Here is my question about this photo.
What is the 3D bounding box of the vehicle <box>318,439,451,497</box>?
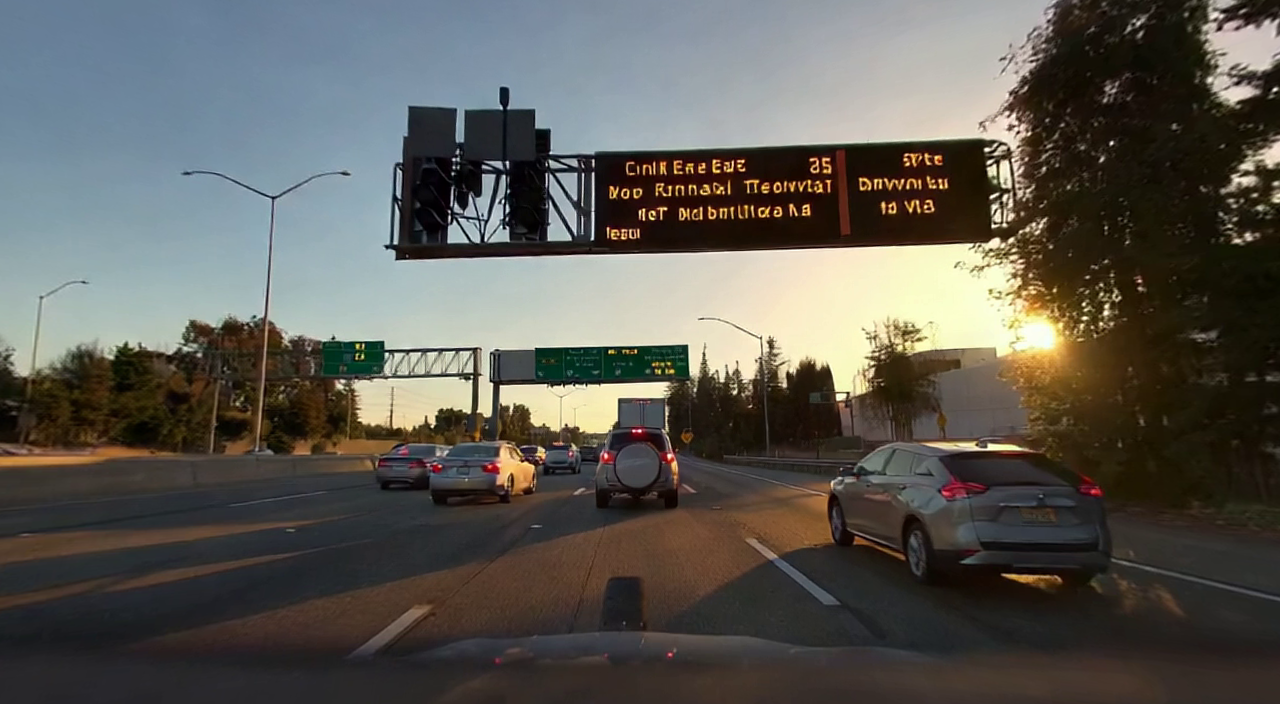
[{"bbox_3d":[-7.429,3.410,18.928,2.026,1.507,4.536,0,-9,1],"label":"vehicle"}]

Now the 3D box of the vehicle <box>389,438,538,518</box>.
[{"bbox_3d":[-3.592,2.642,13.754,2.005,1.458,4.143,0,-9,1],"label":"vehicle"}]

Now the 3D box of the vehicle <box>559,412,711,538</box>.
[{"bbox_3d":[-0.080,2.052,11.013,2.152,1.779,3.924,0,-9,0],"label":"vehicle"}]

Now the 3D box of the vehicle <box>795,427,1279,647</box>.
[{"bbox_3d":[3.273,1.596,6.599,2.018,1.470,4.491,0,-9,-2],"label":"vehicle"}]
